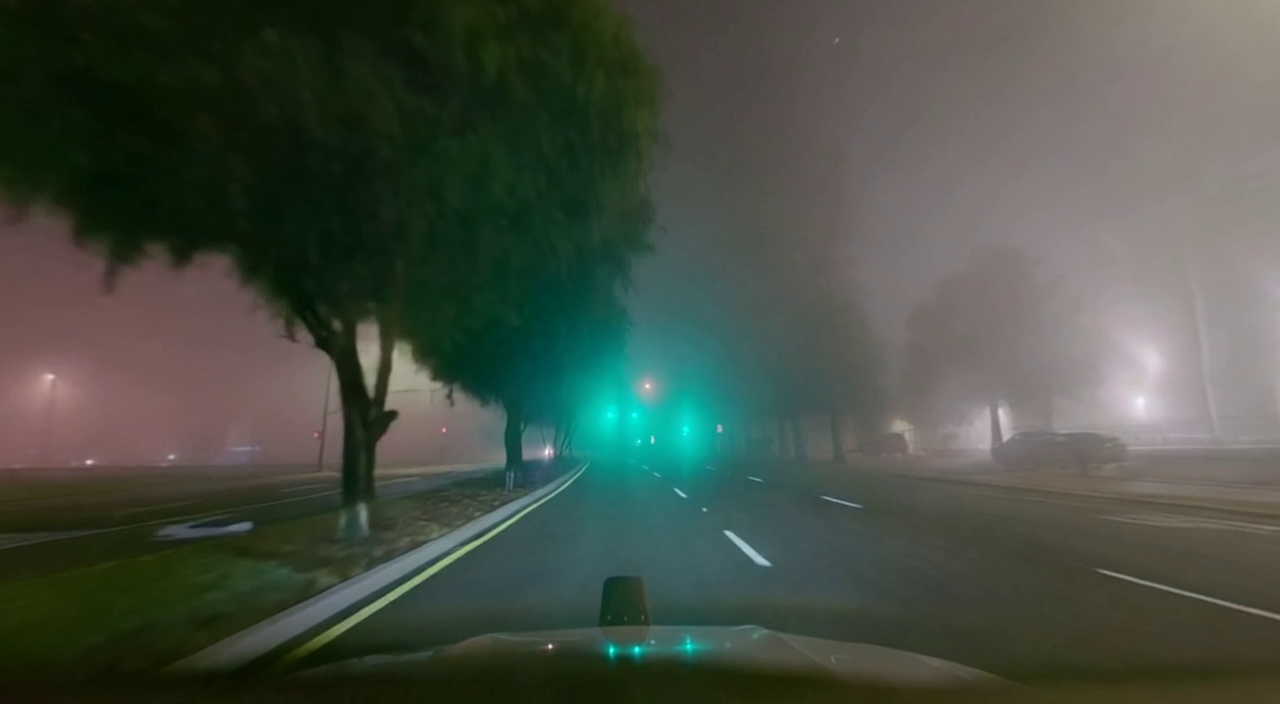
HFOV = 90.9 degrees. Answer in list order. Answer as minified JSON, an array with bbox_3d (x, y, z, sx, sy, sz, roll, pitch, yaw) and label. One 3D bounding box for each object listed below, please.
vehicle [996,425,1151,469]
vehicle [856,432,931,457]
[{"bbox_3d":[17.053,3.764,24.982,4.510,1.667,2.247,0,-8,-3],"label":"vehicle"},{"bbox_3d":[17.691,6.487,44.198,2.084,1.675,4.966,3,-9,-18],"label":"vehicle"}]
